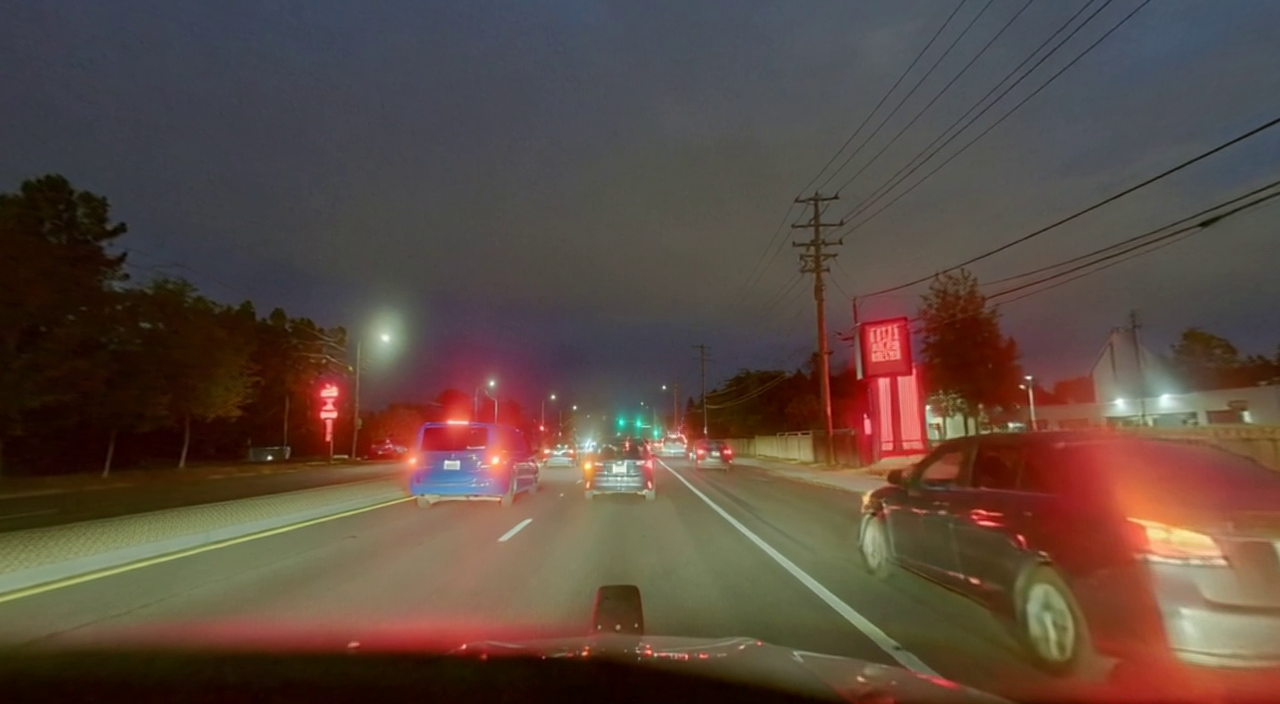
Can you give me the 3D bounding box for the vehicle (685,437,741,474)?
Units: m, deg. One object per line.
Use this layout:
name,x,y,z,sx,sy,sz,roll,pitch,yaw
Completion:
vehicle,3.168,4.614,28.356,1.878,1.479,4.461,0,-9,-2

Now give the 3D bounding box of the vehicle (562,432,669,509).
vehicle,-0.473,2.627,14.430,2.097,1.511,3.809,0,-9,0

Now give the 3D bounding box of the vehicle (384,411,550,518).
vehicle,-3.356,2.316,13.422,2.092,1.839,4.736,0,-9,1

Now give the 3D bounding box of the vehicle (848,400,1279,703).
vehicle,3.210,1.273,4.885,1.880,1.521,3.724,0,-9,-1
